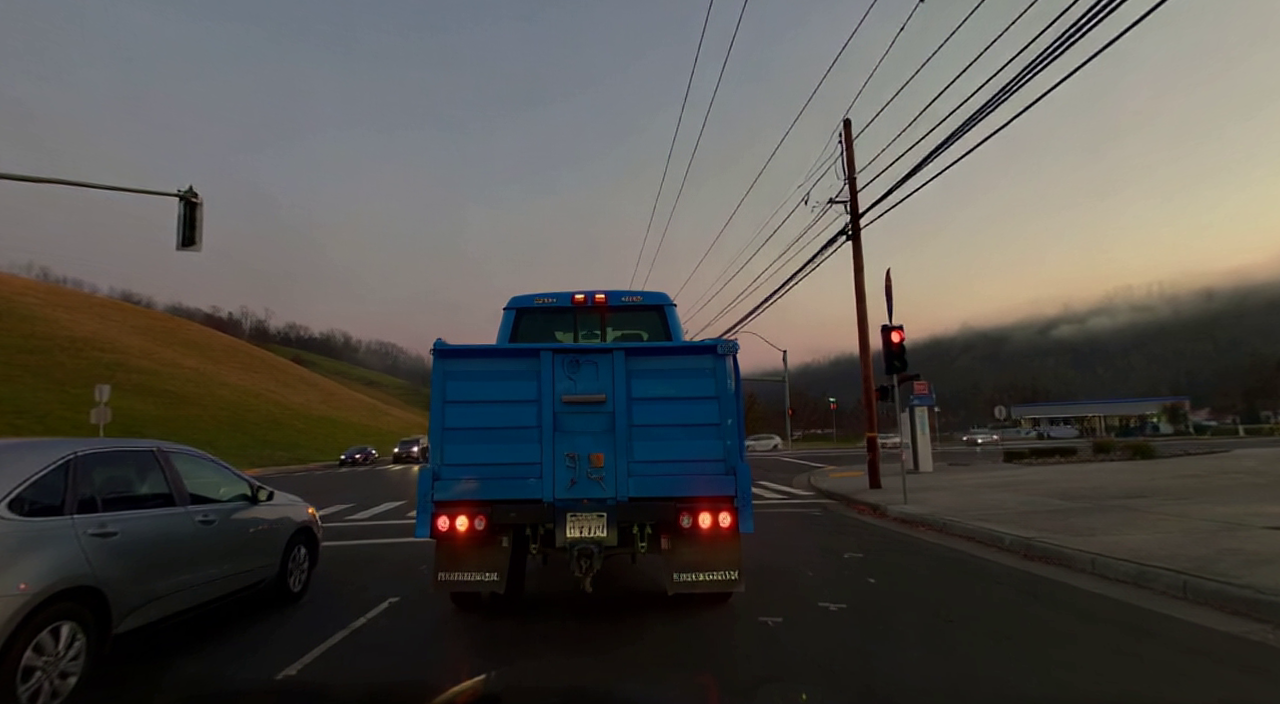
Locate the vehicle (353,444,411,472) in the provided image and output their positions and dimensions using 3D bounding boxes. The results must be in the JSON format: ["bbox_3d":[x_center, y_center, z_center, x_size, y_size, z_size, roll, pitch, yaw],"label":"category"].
[{"bbox_3d":[-17.085,7.020,41.929,2.133,1.690,4.331,0,-9,-3],"label":"vehicle"}]

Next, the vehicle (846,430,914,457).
[{"bbox_3d":[18.627,7.077,48.653,2.360,1.917,6.346,-8,-12,44],"label":"vehicle"}]

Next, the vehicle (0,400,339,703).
[{"bbox_3d":[-3.952,1.191,3.989,2.017,1.555,4.150,-1,-9,0],"label":"vehicle"}]

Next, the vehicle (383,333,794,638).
[{"bbox_3d":[-0.413,1.324,7.214,2.859,2.144,5.406,0,-9,-1],"label":"vehicle"}]

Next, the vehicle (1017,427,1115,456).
[{"bbox_3d":[25.596,5.391,37.916,4.419,1.496,1.854,-2,-9,1],"label":"vehicle"}]

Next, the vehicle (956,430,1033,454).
[{"bbox_3d":[26.717,6.787,47.405,5.021,1.757,2.012,2,-9,-16],"label":"vehicle"}]
